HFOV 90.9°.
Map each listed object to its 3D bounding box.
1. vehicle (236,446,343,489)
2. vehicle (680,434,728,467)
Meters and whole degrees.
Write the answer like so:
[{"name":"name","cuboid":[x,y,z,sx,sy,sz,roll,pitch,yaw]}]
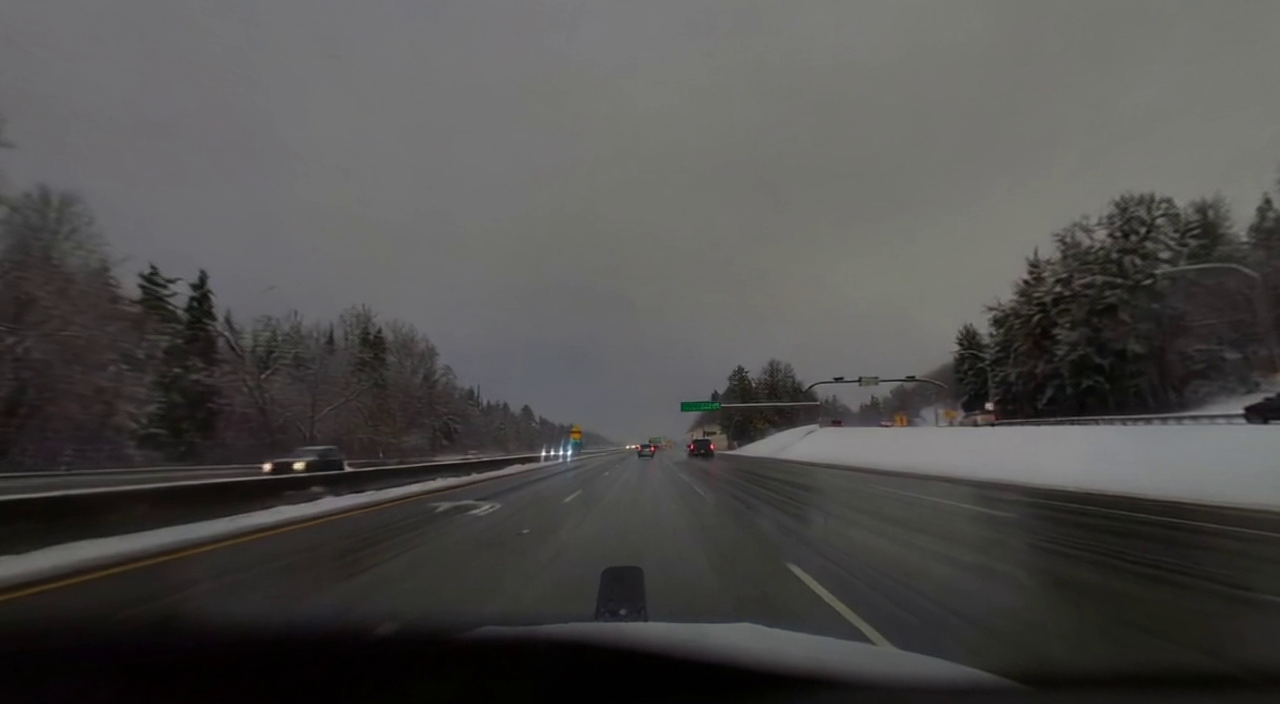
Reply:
[{"name":"vehicle","cuboid":[-15.104,4.955,27.543,1.995,1.685,4.620,0,-8,1]},{"name":"vehicle","cuboid":[4.186,6.610,42.317,2.505,2.020,5.532,0,-9,-1]}]
